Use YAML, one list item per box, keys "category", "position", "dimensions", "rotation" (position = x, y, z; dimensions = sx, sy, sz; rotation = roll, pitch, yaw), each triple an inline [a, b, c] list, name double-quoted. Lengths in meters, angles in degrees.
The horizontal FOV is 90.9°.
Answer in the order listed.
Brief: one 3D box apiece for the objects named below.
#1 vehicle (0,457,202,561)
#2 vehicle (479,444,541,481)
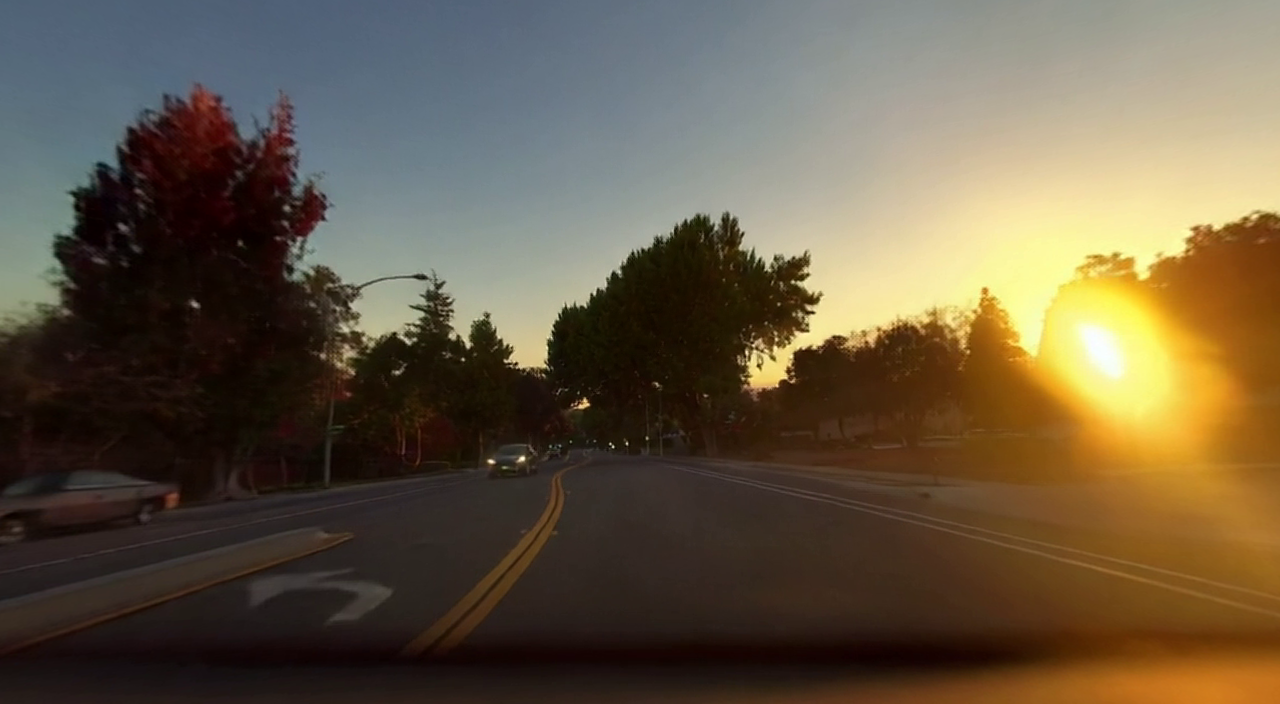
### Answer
- category: "vehicle"
  position: [-11.969, 3.056, 12.856]
  dimensions: [2.066, 1.681, 5.292]
  rotation: [-1, -8, 3]
- category: "vehicle"
  position: [-6.045, 5.161, 29.836]
  dimensions: [1.951, 1.612, 4.269]
  rotation: [0, -8, 1]
